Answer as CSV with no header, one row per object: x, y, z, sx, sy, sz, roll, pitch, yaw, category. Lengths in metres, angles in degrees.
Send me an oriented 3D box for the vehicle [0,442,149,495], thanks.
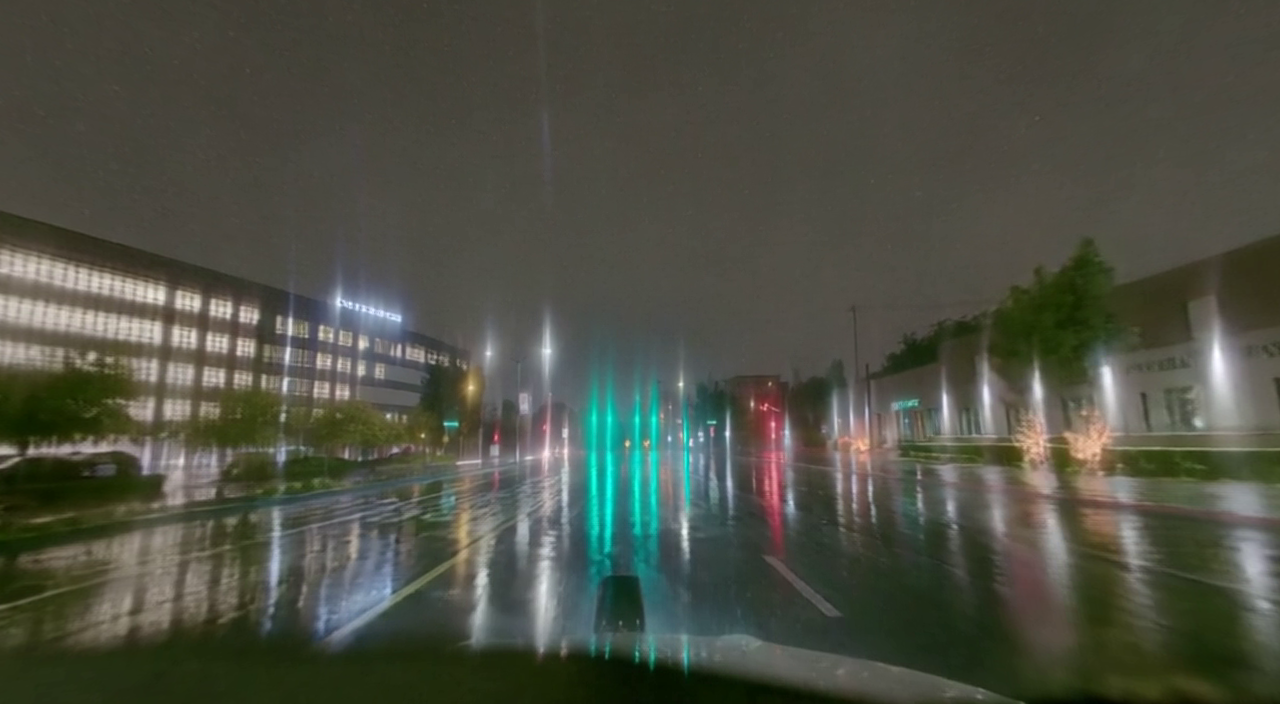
-29.705,6.062,32.665,6.271,2.087,2.748,-4,-14,0,vehicle
